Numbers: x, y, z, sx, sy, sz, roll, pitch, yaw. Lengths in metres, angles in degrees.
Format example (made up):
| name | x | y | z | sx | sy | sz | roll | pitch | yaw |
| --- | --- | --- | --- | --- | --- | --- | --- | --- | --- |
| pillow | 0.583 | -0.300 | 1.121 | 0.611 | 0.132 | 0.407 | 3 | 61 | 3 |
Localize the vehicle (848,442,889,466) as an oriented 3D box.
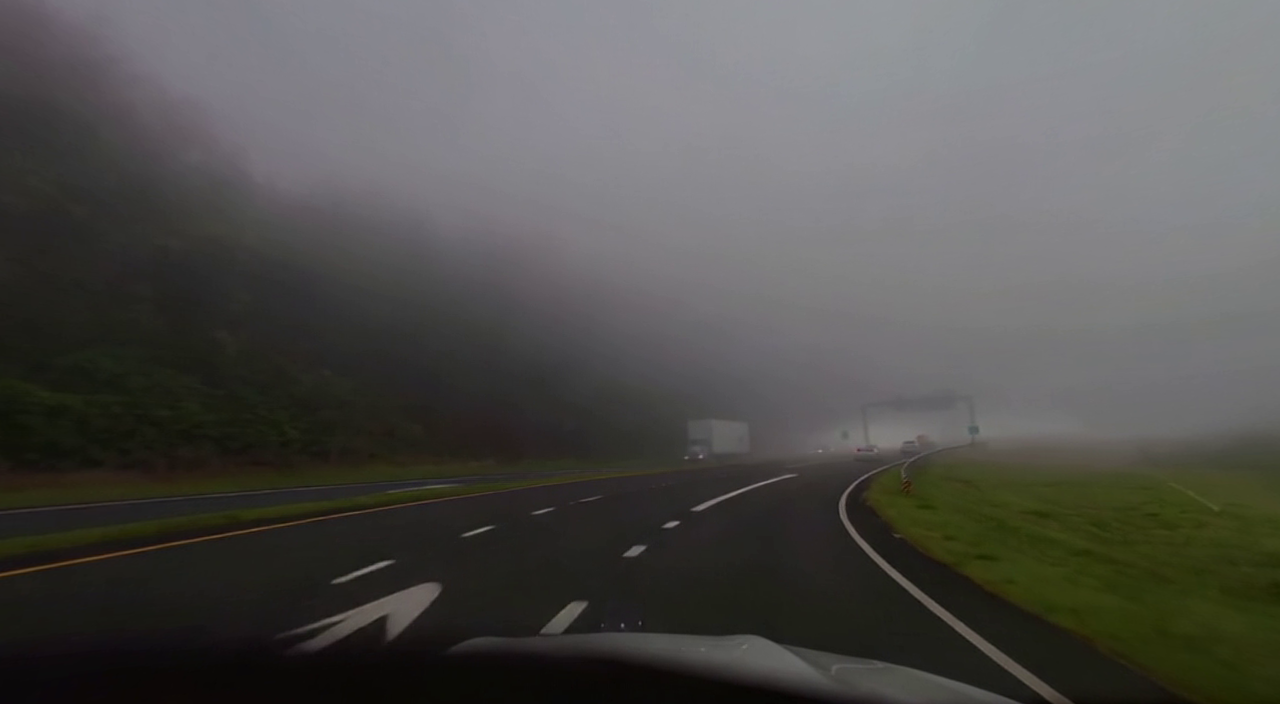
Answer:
| name | x | y | z | sx | sy | sz | roll | pitch | yaw |
| --- | --- | --- | --- | --- | --- | --- | --- | --- | --- |
| vehicle | 14.931 | 6.627 | 41.029 | 1.807 | 1.427 | 3.645 | -5 | -10 | 30 |
